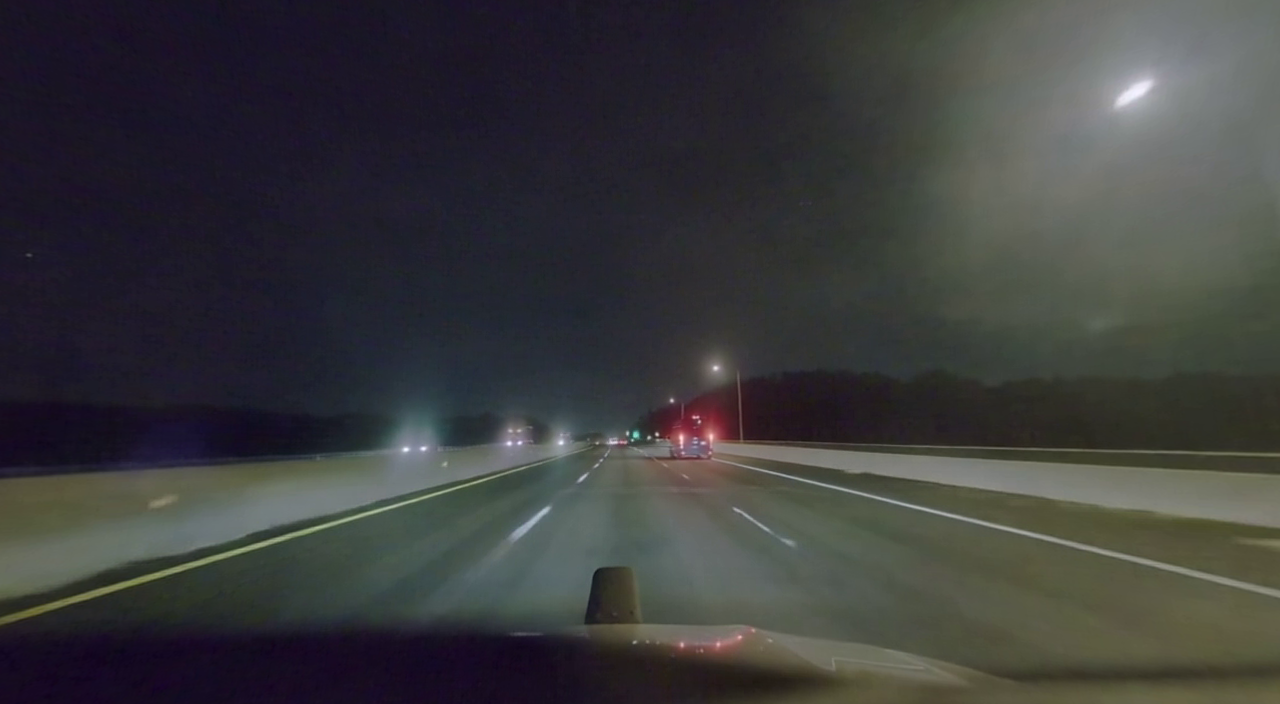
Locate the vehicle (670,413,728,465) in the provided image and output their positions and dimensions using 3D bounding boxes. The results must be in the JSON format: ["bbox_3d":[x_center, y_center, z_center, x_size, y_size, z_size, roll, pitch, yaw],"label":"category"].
[{"bbox_3d":[3.215,4.994,36.182,2.431,2.667,6.921,0,-8,-2],"label":"vehicle"}]
